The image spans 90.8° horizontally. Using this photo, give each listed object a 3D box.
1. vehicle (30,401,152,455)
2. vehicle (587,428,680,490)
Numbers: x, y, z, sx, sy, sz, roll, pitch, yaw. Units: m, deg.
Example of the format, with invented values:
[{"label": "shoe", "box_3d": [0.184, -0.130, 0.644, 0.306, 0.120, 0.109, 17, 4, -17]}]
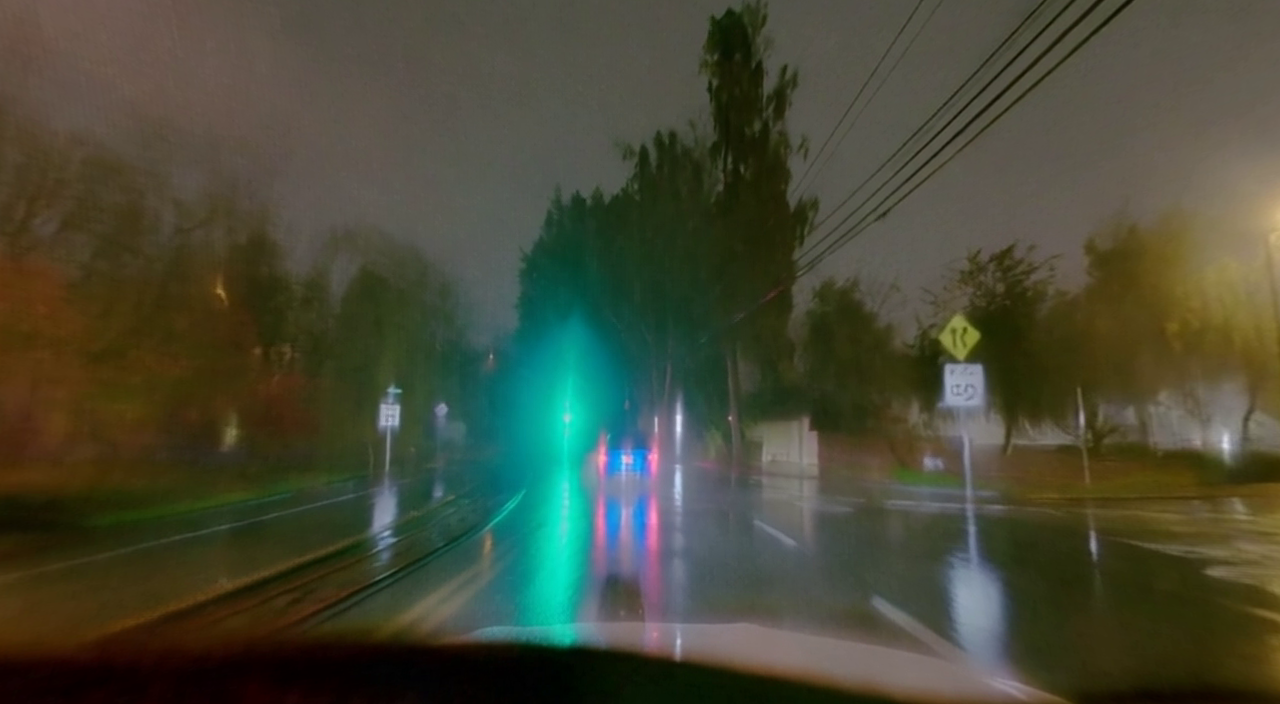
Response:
[{"label": "vehicle", "box_3d": [-31.816, 4.536, 37.044, 2.983, 2.816, 7.042, 3, -9, -21]}, {"label": "vehicle", "box_3d": [-0.317, 2.956, 17.804, 2.295, 1.510, 4.364, 0, -8, -4]}]
